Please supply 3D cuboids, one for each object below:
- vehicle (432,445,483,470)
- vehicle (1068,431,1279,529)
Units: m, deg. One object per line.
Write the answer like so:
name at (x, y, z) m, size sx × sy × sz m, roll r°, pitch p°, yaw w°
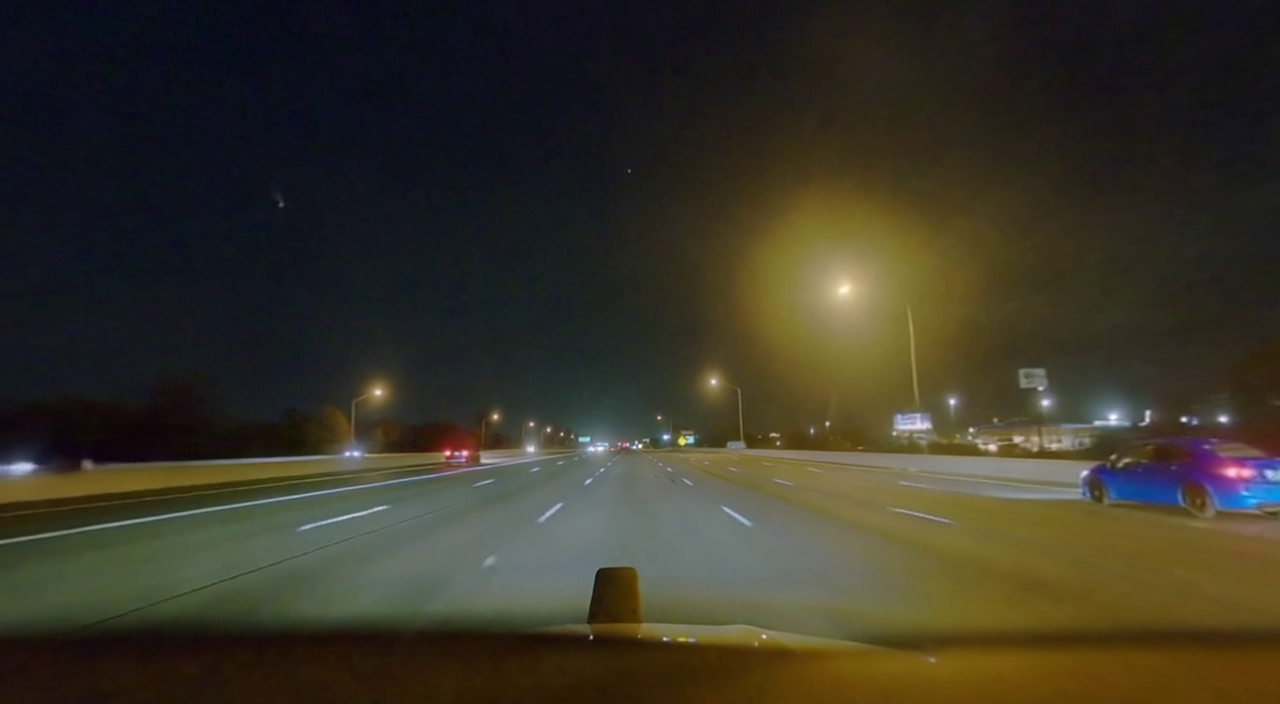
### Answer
vehicle at (-11.412, 6.601, 39.835) m, size 1.921 × 1.452 × 4.429 m, roll 0°, pitch -8°, yaw 0°
vehicle at (10.711, 2.287, 11.963) m, size 1.985 × 1.493 × 4.486 m, roll 0°, pitch -8°, yaw -1°
